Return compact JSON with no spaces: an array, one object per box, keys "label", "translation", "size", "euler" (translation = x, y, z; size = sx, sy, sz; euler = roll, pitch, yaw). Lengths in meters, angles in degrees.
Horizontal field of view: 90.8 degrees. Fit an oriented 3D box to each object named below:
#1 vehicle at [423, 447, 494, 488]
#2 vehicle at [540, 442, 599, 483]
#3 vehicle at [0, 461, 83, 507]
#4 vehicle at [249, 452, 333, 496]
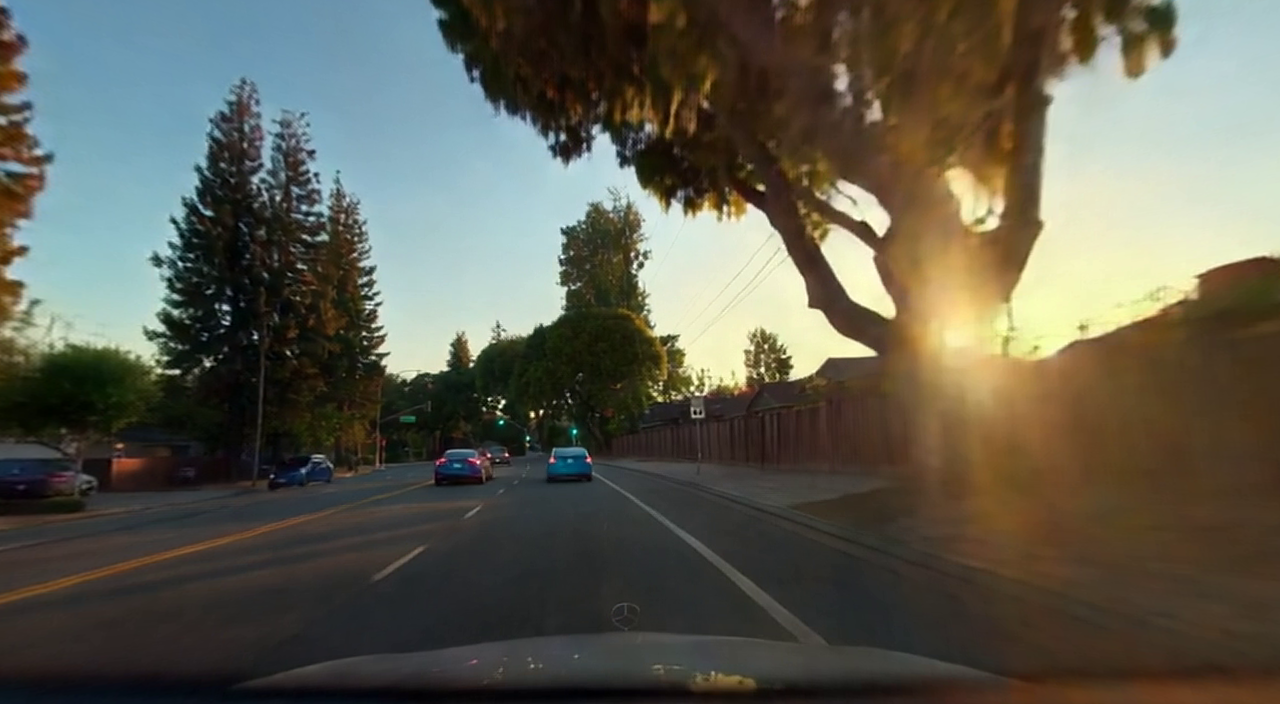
[{"label":"vehicle","translation":[-6.793,4.333,24.069],"size":[1.913,1.425,4.235],"euler":[1,-9,-7]},{"label":"vehicle","translation":[-2.921,4.432,25.693],"size":[2.168,1.504,4.284],"euler":[1,-9,-8]},{"label":"vehicle","translation":[-23.997,5.045,23.892],"size":[3.916,1.509,1.804],"euler":[-2,-8,-13]},{"label":"vehicle","translation":[-18.820,6.538,34.415],"size":[2.094,2.000,5.603],"euler":[2,-7,-8]}]
